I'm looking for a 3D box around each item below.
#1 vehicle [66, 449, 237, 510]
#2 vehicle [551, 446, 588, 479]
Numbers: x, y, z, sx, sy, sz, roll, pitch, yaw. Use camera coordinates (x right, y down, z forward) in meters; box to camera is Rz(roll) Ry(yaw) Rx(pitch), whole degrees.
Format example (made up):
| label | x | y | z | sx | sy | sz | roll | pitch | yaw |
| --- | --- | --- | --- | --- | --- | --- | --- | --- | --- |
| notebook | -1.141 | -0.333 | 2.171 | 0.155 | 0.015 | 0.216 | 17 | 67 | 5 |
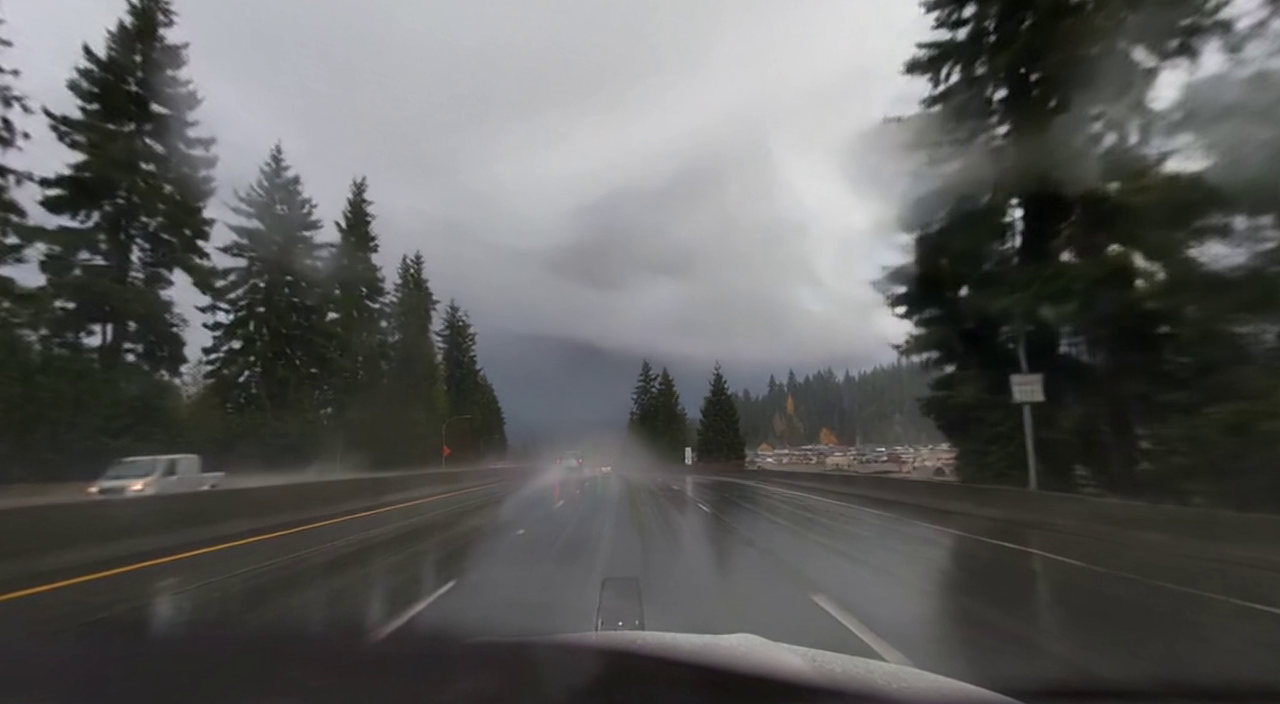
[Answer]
| label | x | y | z | sx | sy | sz | roll | pitch | yaw |
| --- | --- | --- | --- | --- | --- | --- | --- | --- | --- |
| vehicle | -16.321 | 4.222 | 21.542 | 2.069 | 1.776 | 4.803 | 0 | -8 | -2 |
| vehicle | -5.138 | 8.081 | 46.649 | 2.323 | 2.252 | 4.808 | 0 | -8 | -2 |
